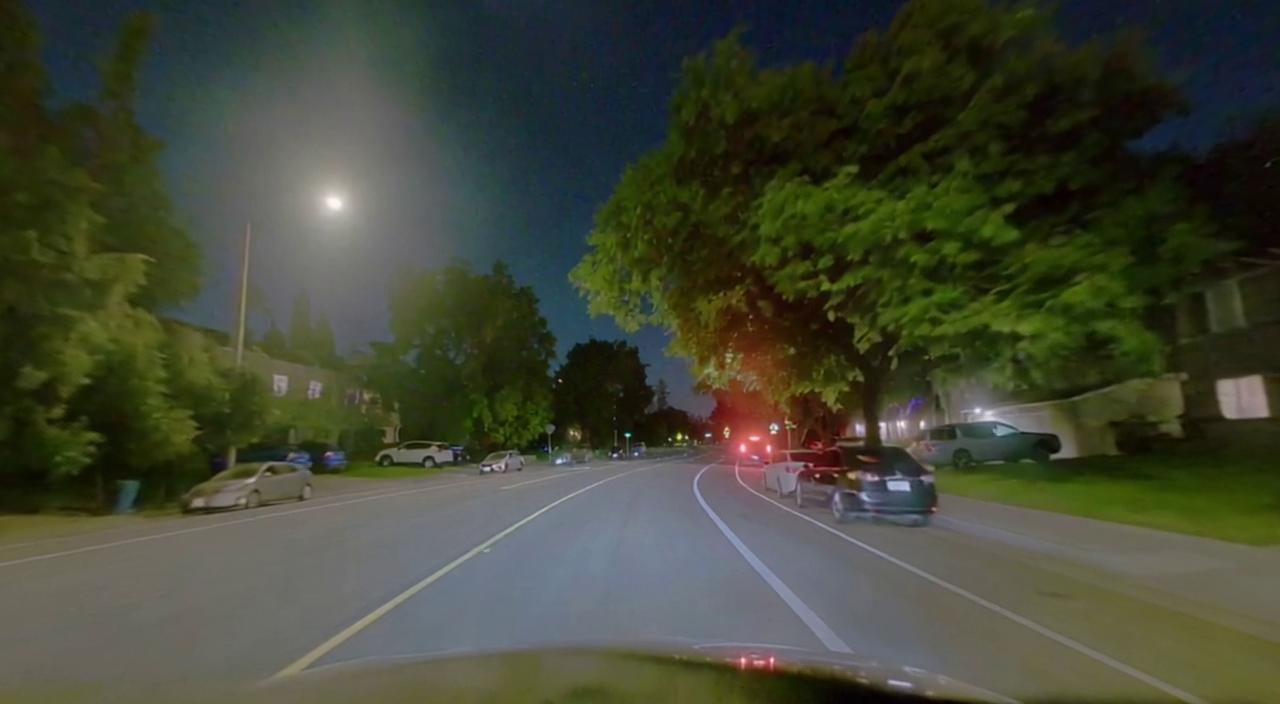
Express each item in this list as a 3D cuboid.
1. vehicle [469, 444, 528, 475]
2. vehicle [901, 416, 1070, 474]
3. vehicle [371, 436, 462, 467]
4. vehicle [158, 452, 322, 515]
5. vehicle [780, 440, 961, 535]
[{"bbox_3d":[-8.787,6.724,39.504,2.105,1.776,4.657,-4,-9,8],"label":"vehicle"},{"bbox_3d":[13.286,3.609,24.501,5.216,1.972,2.122,-2,-7,4],"label":"vehicle"},{"bbox_3d":[-14.937,6.649,42.200,5.192,1.915,2.200,-1,-8,10],"label":"vehicle"},{"bbox_3d":[-11.471,3.835,18.470,2.091,1.461,4.058,-5,-12,2],"label":"vehicle"},{"bbox_3d":[4.379,2.597,12.809,1.996,1.466,4.458,3,-8,0],"label":"vehicle"}]
